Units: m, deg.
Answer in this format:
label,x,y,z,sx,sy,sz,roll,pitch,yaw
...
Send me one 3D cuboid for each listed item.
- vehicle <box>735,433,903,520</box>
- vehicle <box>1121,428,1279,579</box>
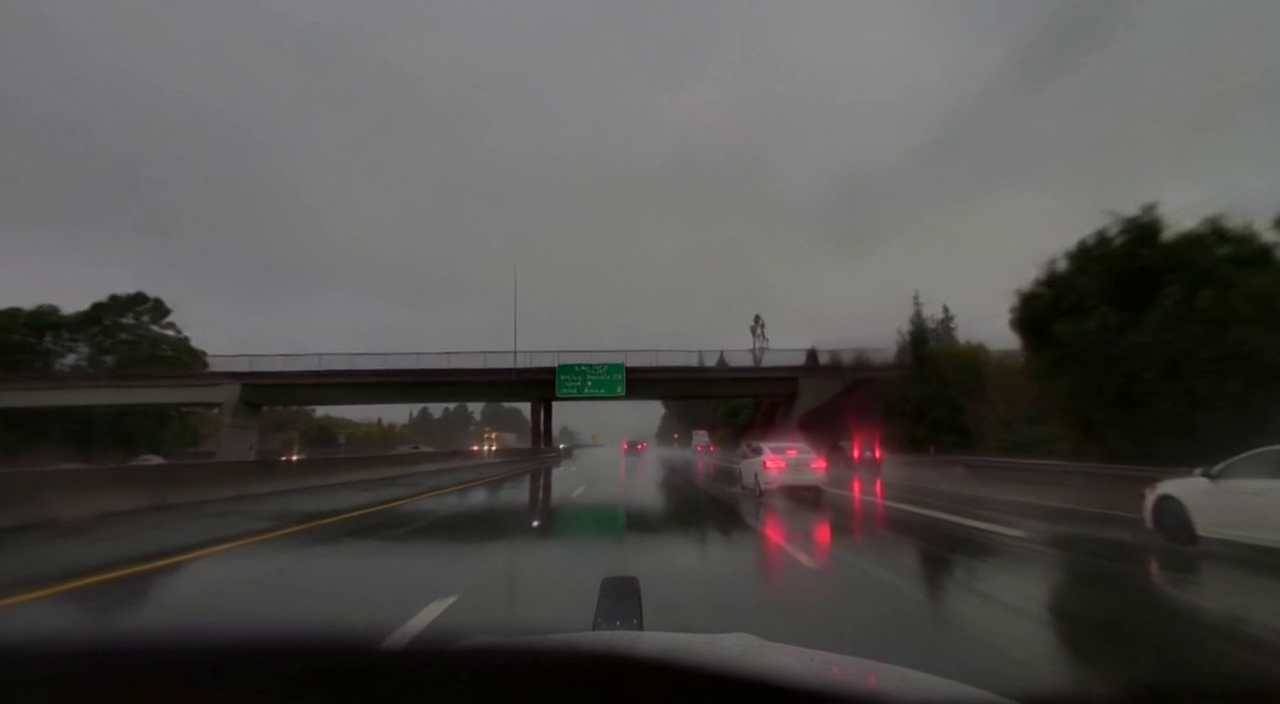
label,x,y,z,sx,sy,sz,roll,pitch,yaw
vehicle,3.423,2.484,13.173,2.076,1.472,4.562,0,-8,-1
vehicle,7.355,1.473,6.047,1.946,1.497,4.467,0,-8,-1
